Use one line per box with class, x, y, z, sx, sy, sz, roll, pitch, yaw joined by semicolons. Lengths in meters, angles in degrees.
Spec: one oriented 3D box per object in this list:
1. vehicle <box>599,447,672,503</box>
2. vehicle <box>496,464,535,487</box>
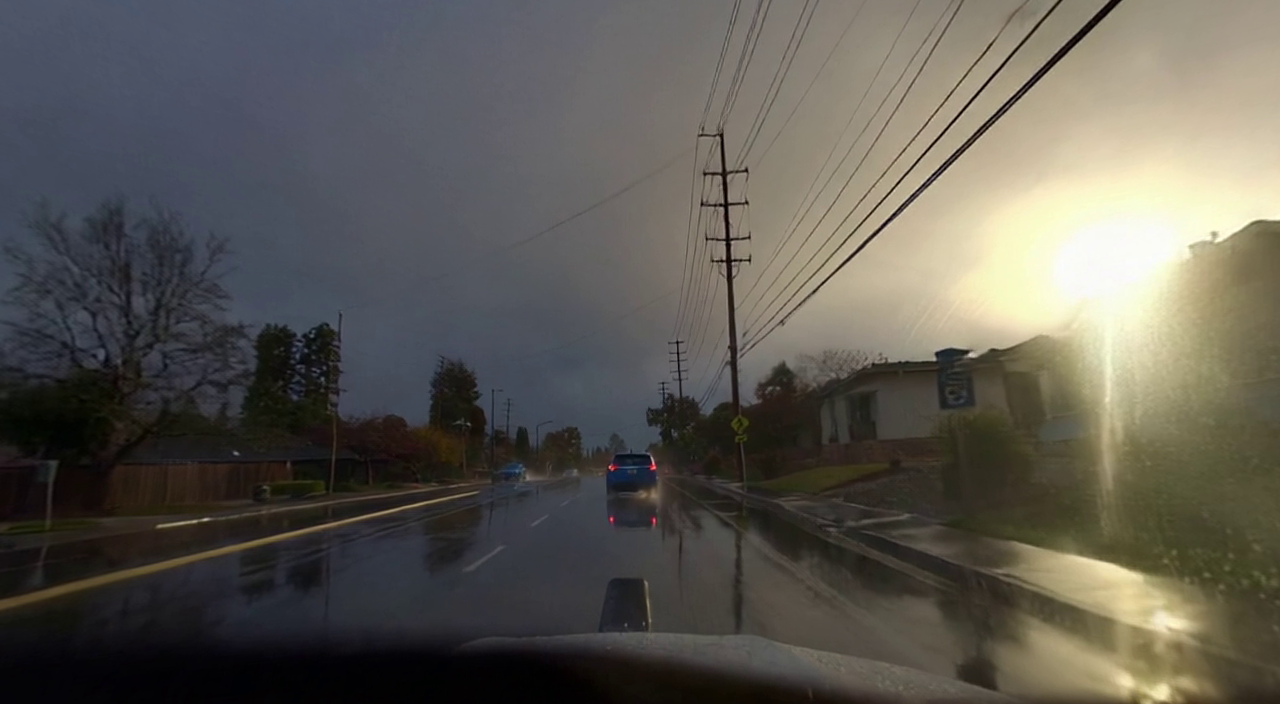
vehicle;-0.160;4.016;21.124;2.200;1.653;4.127;0;-8;0
vehicle;-9.457;9.418;48.176;1.960;1.490;4.674;0;-8;1
